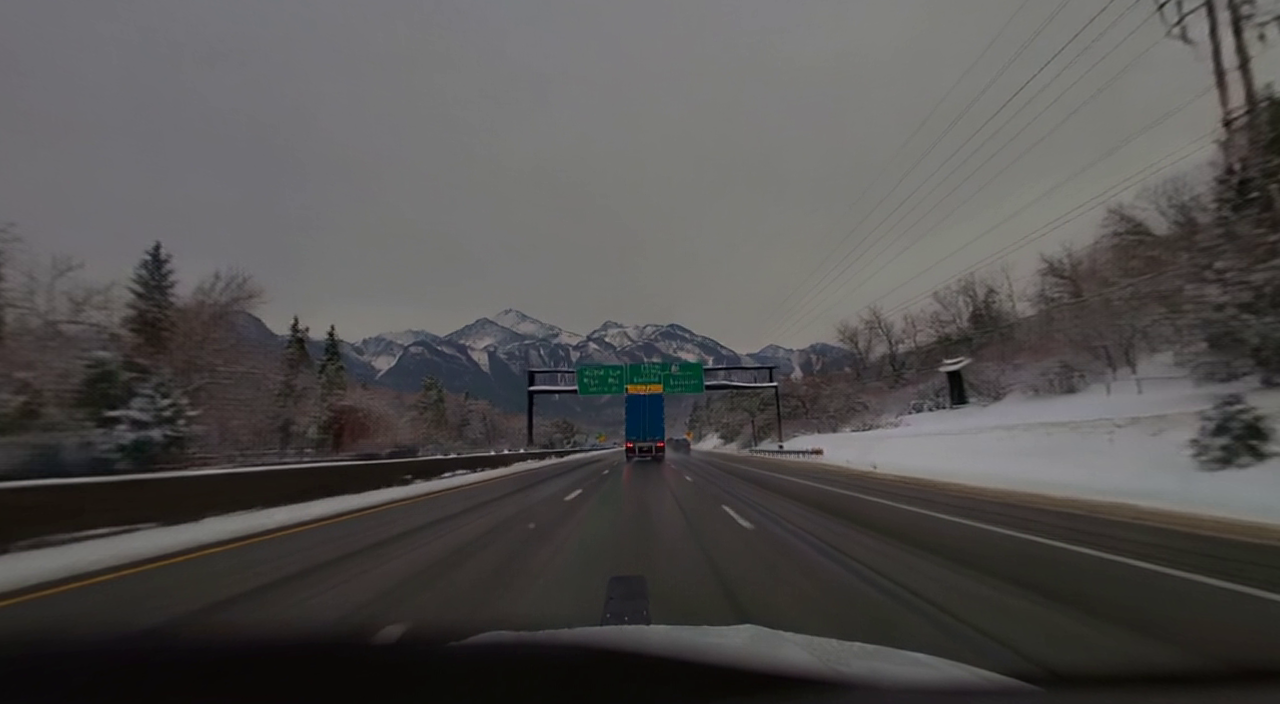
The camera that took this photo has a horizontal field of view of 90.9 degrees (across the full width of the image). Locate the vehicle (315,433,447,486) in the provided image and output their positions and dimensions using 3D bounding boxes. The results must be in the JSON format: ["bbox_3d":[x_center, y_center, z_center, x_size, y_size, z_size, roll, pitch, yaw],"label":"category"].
[{"bbox_3d":[-11.459,4.866,29.114,2.034,2.006,9.585,0,-8,0],"label":"vehicle"}]

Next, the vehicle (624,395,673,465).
[{"bbox_3d":[0.431,5.426,42.898,2.919,4.101,11.541,0,-8,-1],"label":"vehicle"}]

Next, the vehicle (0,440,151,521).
[{"bbox_3d":[-16.143,3.231,16.194,2.118,1.889,6.262,0,-8,0],"label":"vehicle"}]
